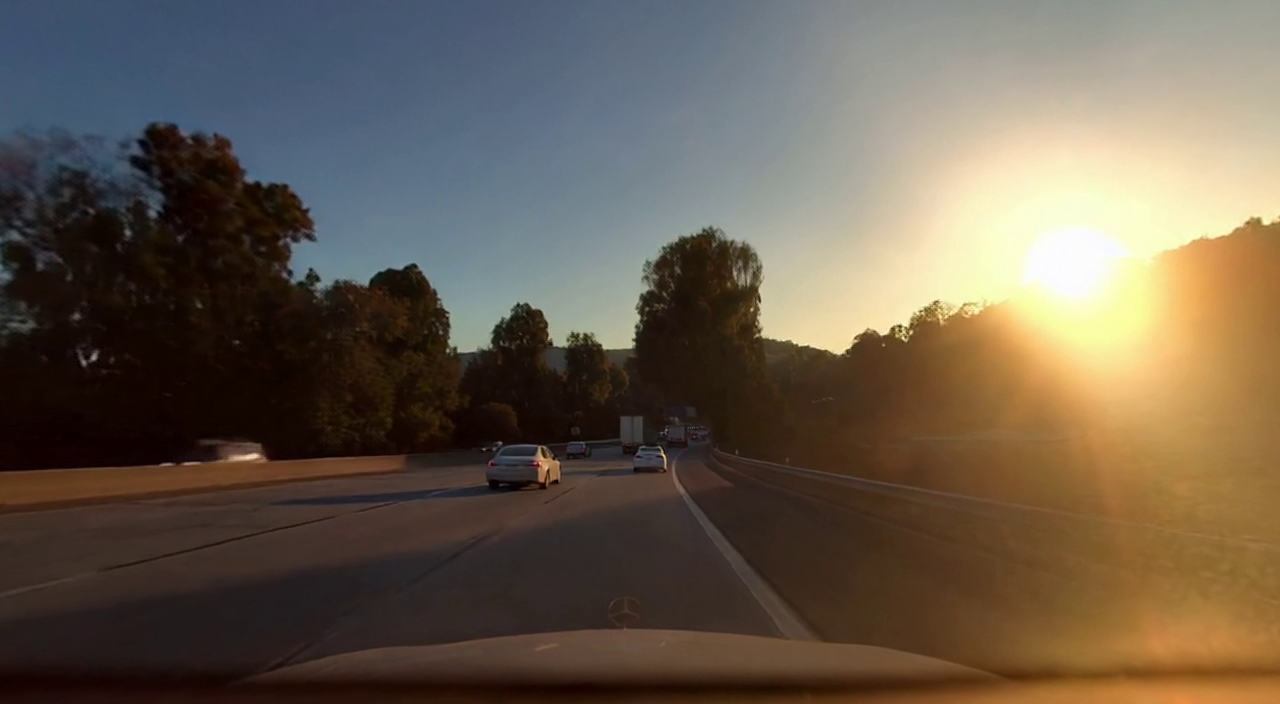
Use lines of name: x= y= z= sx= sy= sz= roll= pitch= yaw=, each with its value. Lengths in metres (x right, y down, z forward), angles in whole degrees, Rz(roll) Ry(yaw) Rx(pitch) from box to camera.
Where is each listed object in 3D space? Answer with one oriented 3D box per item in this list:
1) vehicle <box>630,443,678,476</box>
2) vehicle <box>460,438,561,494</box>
vehicle: x=0.642 y=4.708 z=27.830 sx=1.984 sy=1.365 sz=3.767 roll=0 pitch=-9 yaw=2
vehicle: x=-3.747 y=3.389 z=19.165 sx=1.916 sy=1.486 sz=4.631 roll=0 pitch=-9 yaw=2
